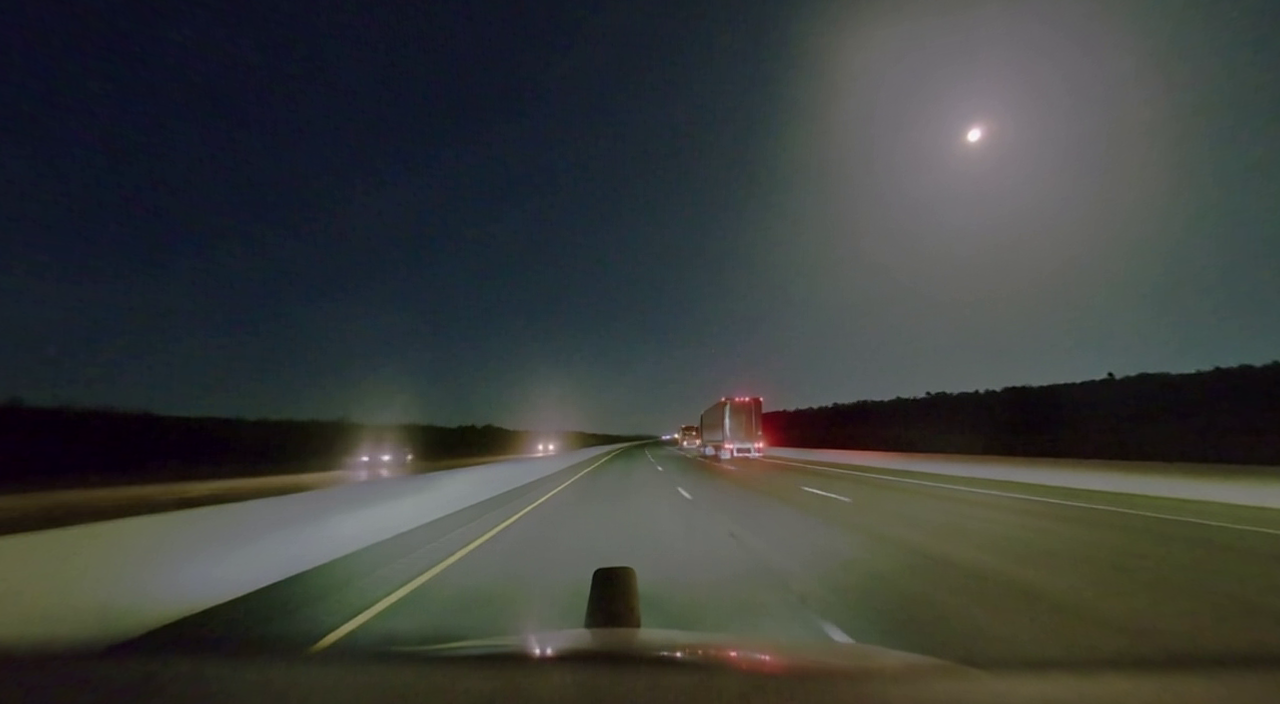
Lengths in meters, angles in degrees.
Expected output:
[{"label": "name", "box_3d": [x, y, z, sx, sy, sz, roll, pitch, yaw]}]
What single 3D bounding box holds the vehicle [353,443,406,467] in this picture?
[{"label": "vehicle", "box_3d": [-16.054, 6.361, 38.970, 1.742, 1.396, 3.714, 0, -8, 0]}]
